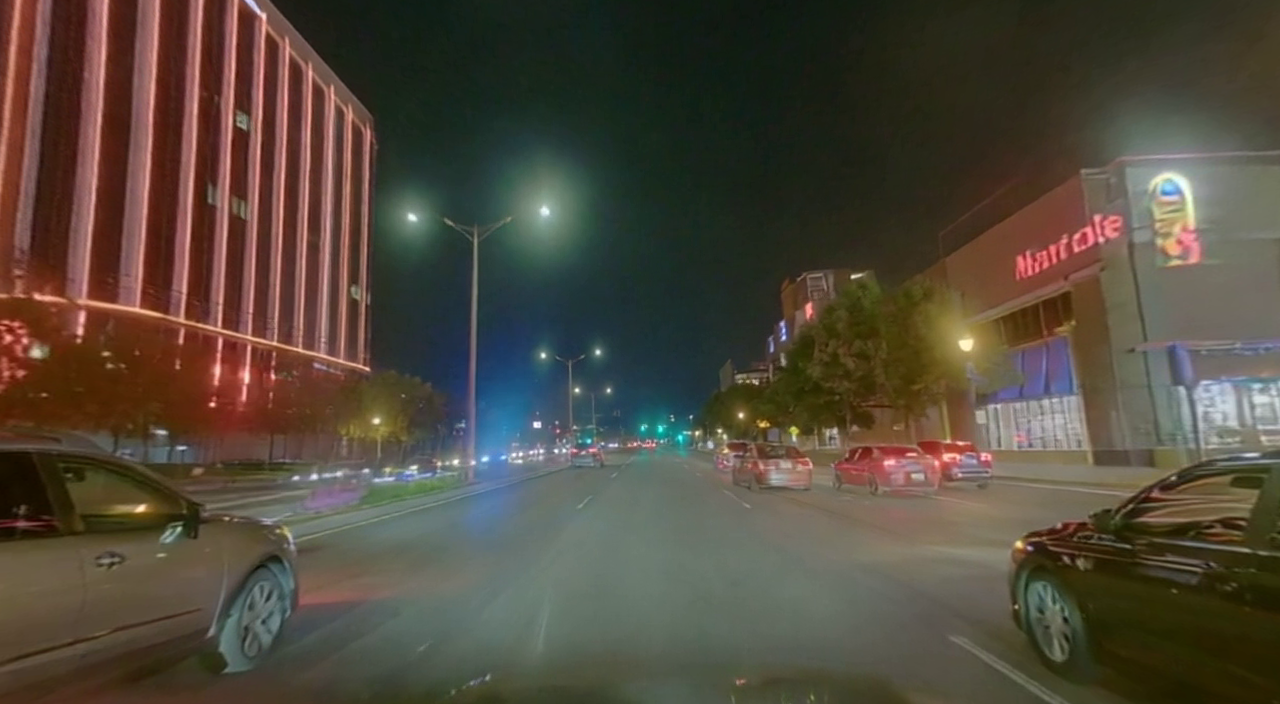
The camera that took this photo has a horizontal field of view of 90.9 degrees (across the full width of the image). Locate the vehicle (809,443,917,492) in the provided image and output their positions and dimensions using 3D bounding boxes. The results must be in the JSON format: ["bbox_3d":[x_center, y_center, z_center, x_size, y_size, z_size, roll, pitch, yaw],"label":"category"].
[{"bbox_3d":[7.446,3.888,21.608,1.976,1.469,4.576,0,-8,-1],"label":"vehicle"}]

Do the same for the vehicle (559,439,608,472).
[{"bbox_3d":[-2.764,5.181,31.663,1.917,1.511,4.436,-1,-8,2],"label":"vehicle"}]

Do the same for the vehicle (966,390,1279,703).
[{"bbox_3d":[3.287,0.865,2.098,1.981,1.499,4.536,0,-8,0],"label":"vehicle"}]

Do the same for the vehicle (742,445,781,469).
[{"bbox_3d":[7.596,6.573,39.678,1.654,1.440,3.647,0,-8,-1],"label":"vehicle"}]

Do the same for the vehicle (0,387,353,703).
[{"bbox_3d":[-3.323,0.899,2.304,2.155,1.504,4.776,-1,-8,2],"label":"vehicle"}]

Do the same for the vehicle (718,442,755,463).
[{"bbox_3d":[7.564,7.923,49.761,1.918,1.598,4.536,0,-8,-3],"label":"vehicle"}]

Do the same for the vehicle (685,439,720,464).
[{"bbox_3d":[4.405,7.084,45.083,2.007,1.683,4.171,0,-8,-1],"label":"vehicle"}]
